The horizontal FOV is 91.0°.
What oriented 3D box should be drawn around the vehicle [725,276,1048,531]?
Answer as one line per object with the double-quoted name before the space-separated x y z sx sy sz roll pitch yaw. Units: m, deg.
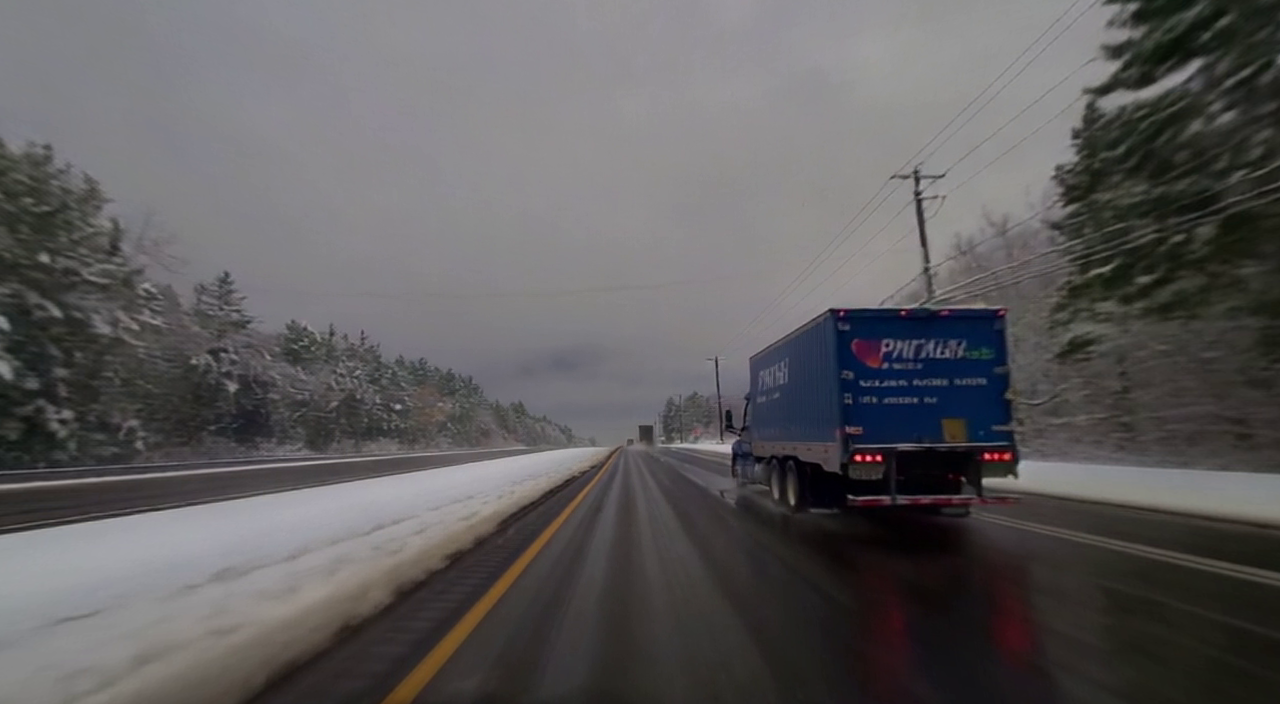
"vehicle" 4.134 1.333 13.649 3.037 3.672 9.136 0 -8 -2
